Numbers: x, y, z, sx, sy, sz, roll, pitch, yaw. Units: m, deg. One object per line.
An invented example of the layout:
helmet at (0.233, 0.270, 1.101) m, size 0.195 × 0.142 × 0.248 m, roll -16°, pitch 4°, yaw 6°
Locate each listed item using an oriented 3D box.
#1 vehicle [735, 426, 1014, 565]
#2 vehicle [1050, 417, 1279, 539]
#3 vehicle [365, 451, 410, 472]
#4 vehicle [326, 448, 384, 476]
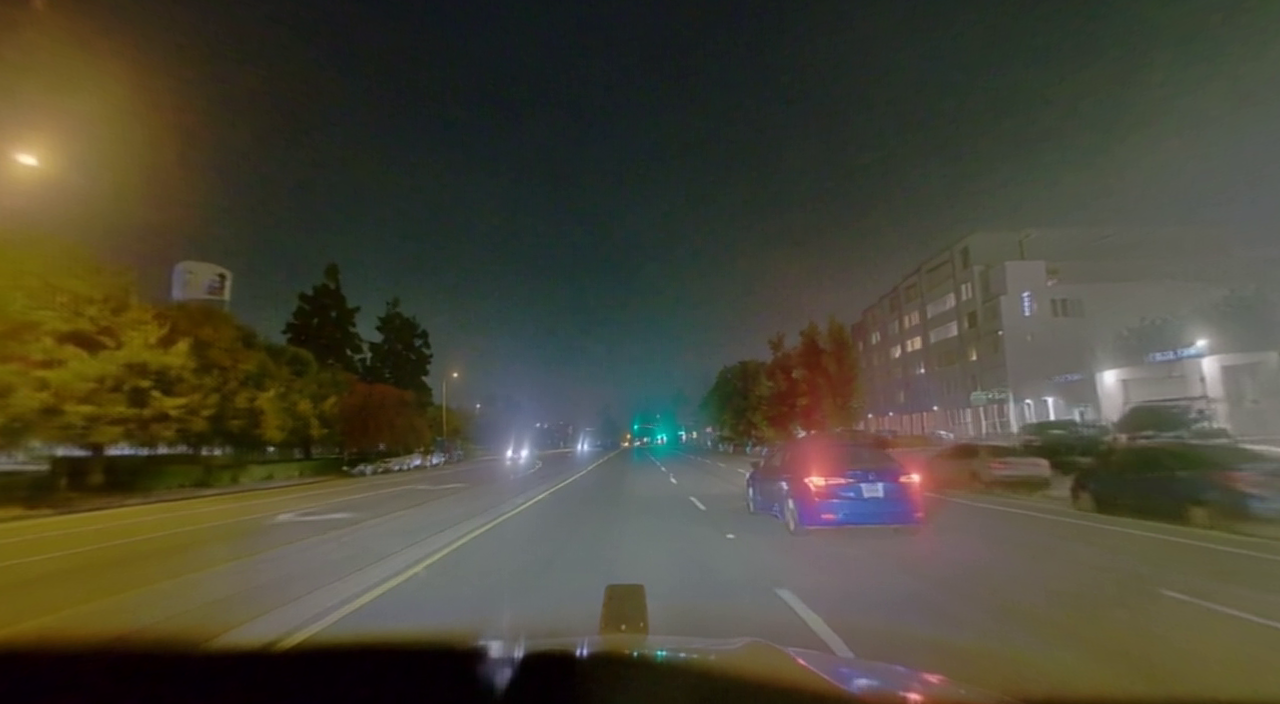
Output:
vehicle at (2.811, 1.837, 8.929) m, size 2.141 × 1.443 × 4.499 m, roll 0°, pitch -8°, yaw -1°
vehicle at (9.258, 2.004, 10.617) m, size 1.889 × 1.629 × 4.072 m, roll 0°, pitch -8°, yaw 0°
vehicle at (-19.262, 8.362, 48.248) m, size 1.736 × 1.502 × 4.259 m, roll 0°, pitch -8°, yaw -1°
vehicle at (-19.274, 7.425, 42.807) m, size 1.888 × 1.751 × 4.526 m, roll 0°, pitch -8°, yaw -1°
